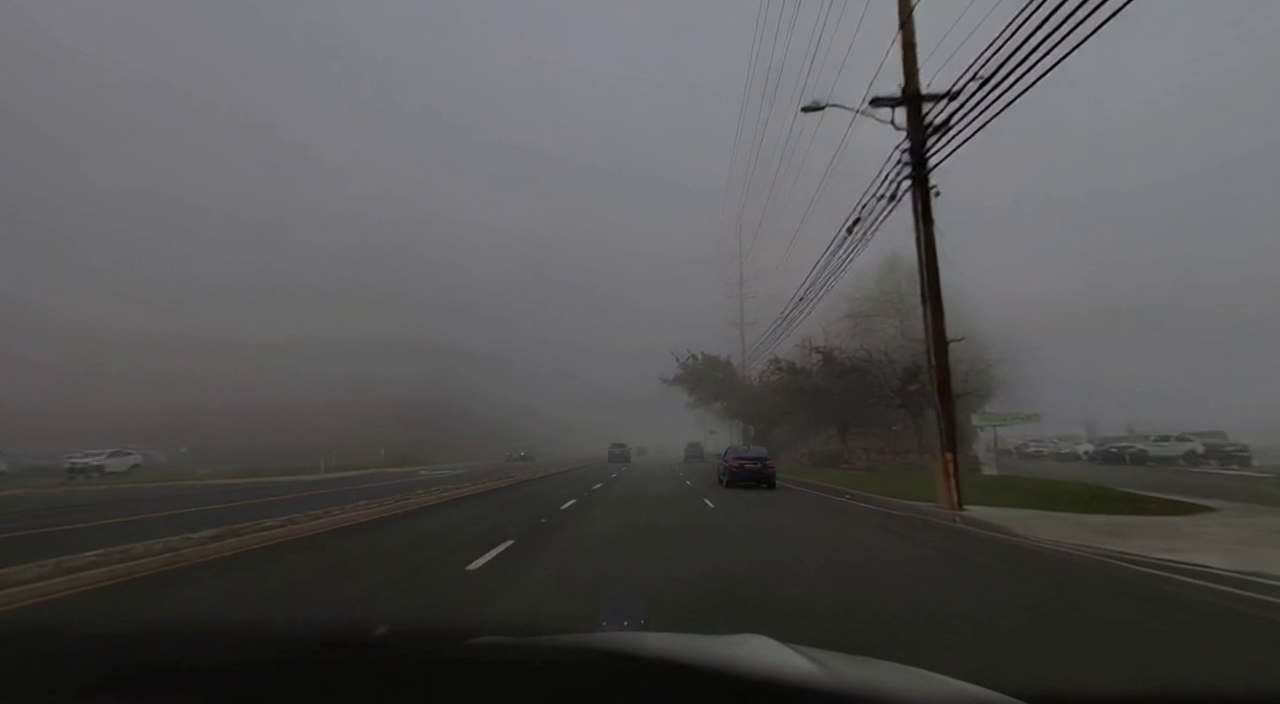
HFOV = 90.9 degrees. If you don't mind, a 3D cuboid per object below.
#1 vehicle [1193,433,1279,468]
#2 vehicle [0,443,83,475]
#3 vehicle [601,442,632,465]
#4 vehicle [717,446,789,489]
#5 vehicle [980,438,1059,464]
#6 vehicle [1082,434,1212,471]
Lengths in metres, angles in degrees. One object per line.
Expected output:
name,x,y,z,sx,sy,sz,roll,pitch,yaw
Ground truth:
vehicle,35.512,5.687,36.504,5.308,1.961,2.119,1,-9,-9
vehicle,-44.290,7.680,45.331,5.688,2.167,2.295,4,-10,-27
vehicle,-1.734,7.646,47.675,2.047,1.664,4.148,0,-9,2
vehicle,4.099,4.248,23.558,1.978,1.455,4.195,0,-9,1
vehicle,26.522,6.937,44.098,4.327,1.746,2.119,2,-9,-13
vehicle,27.942,5.525,34.829,5.612,1.850,2.328,1,-8,-10
